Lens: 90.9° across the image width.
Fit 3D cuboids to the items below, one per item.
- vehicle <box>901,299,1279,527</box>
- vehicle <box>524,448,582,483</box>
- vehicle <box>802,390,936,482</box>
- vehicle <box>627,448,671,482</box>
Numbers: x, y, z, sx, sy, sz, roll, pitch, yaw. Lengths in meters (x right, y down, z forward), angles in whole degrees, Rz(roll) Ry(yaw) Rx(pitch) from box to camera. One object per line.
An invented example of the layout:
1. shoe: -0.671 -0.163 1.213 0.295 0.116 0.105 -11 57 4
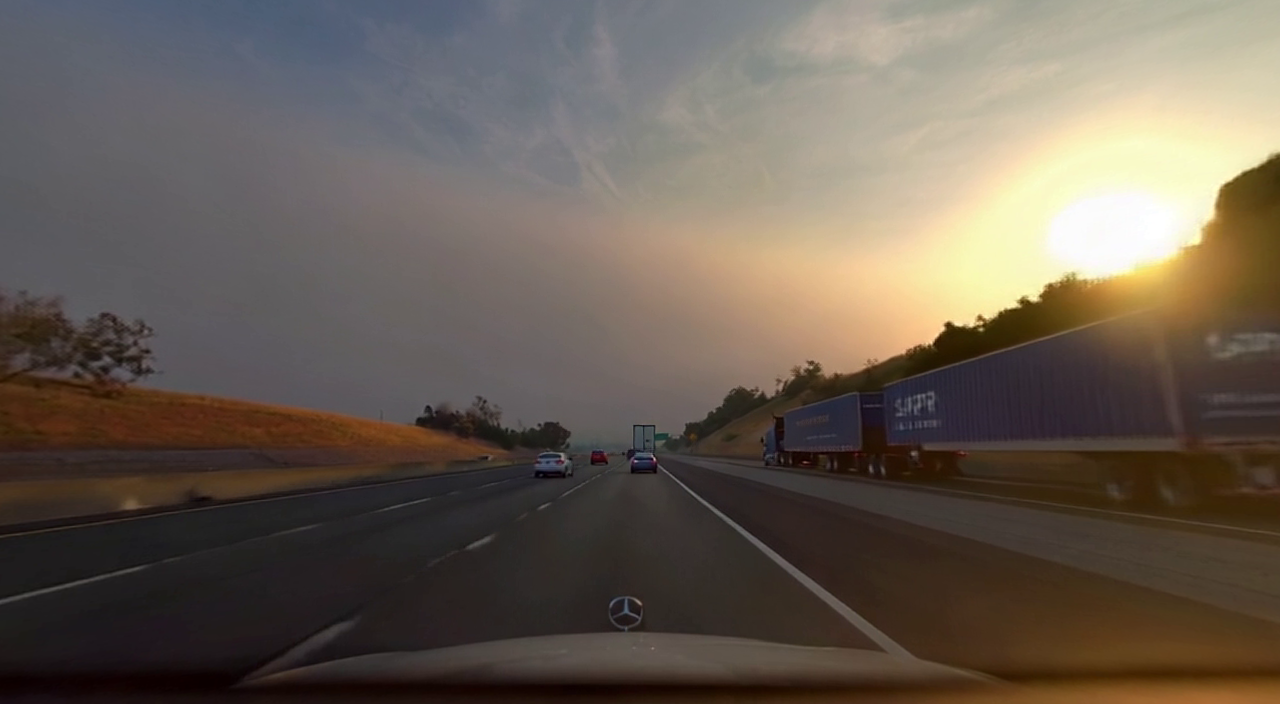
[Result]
1. vehicle: 11.721 2.125 18.174 2.926 4.094 13.856 0 -9 2
2. vehicle: -3.997 5.296 29.599 2.018 1.504 4.431 0 -9 1
3. vehicle: 11.629 4.553 33.443 3.020 4.143 9.468 1 -9 -3
4. vehicle: 0.386 5.345 29.942 1.991 1.507 3.391 0 -9 -1
